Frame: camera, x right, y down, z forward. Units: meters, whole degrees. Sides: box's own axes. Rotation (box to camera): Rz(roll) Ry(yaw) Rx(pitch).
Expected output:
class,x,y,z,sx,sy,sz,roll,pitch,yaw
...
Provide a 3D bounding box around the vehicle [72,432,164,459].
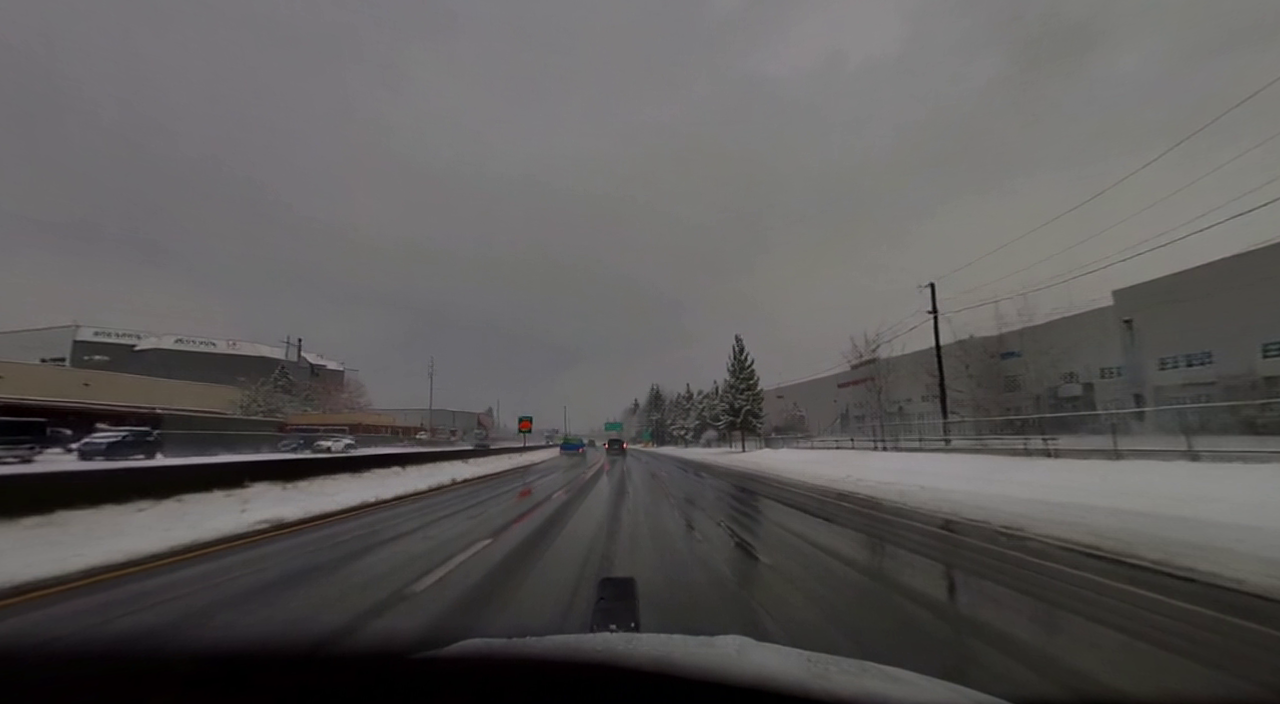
class,x,y,z,sx,sy,sz,roll,pitch,yaw
vehicle,-30.346,5.435,36.670,3.552,1.415,1.847,3,-7,-6

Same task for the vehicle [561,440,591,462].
class,x,y,z,sx,sy,sz,roll,pitch,yaw
vehicle,-4.806,7.462,47.813,2.045,1.547,4.162,0,-8,-2

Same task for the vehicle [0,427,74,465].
class,x,y,z,sx,sy,sz,roll,pitch,yaw
vehicle,-30.026,4.432,29.694,4.484,1.727,1.980,0,-8,-5
